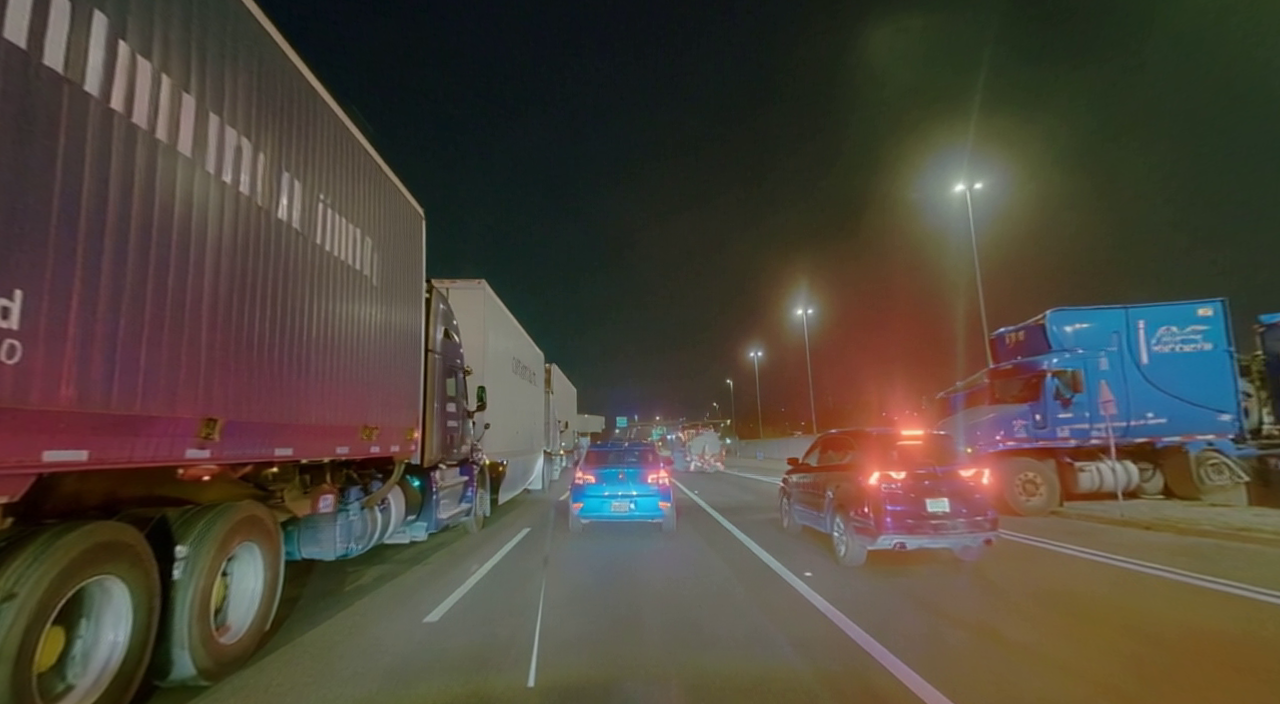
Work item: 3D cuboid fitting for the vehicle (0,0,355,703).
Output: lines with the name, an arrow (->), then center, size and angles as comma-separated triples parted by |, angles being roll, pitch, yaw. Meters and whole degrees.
vehicle -> -3.963, -0.149, 0.874 | 2.986, 3.391, 9.523 | 0, -9, -2

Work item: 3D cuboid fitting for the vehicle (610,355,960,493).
vehicle -> 4.498, 3.108, 25.158 | 2.877, 4.124, 14.516 | 4, -10, -41

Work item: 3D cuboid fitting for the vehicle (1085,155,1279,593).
vehicle -> 11.165, -0.299, 3.465 | 13.564, 4.152, 3.110 | -9, -12, 42

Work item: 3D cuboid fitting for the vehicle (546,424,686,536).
vehicle -> -0.401, 2.280, 11.678 | 2.140, 1.682, 3.971 | 0, -9, -1
